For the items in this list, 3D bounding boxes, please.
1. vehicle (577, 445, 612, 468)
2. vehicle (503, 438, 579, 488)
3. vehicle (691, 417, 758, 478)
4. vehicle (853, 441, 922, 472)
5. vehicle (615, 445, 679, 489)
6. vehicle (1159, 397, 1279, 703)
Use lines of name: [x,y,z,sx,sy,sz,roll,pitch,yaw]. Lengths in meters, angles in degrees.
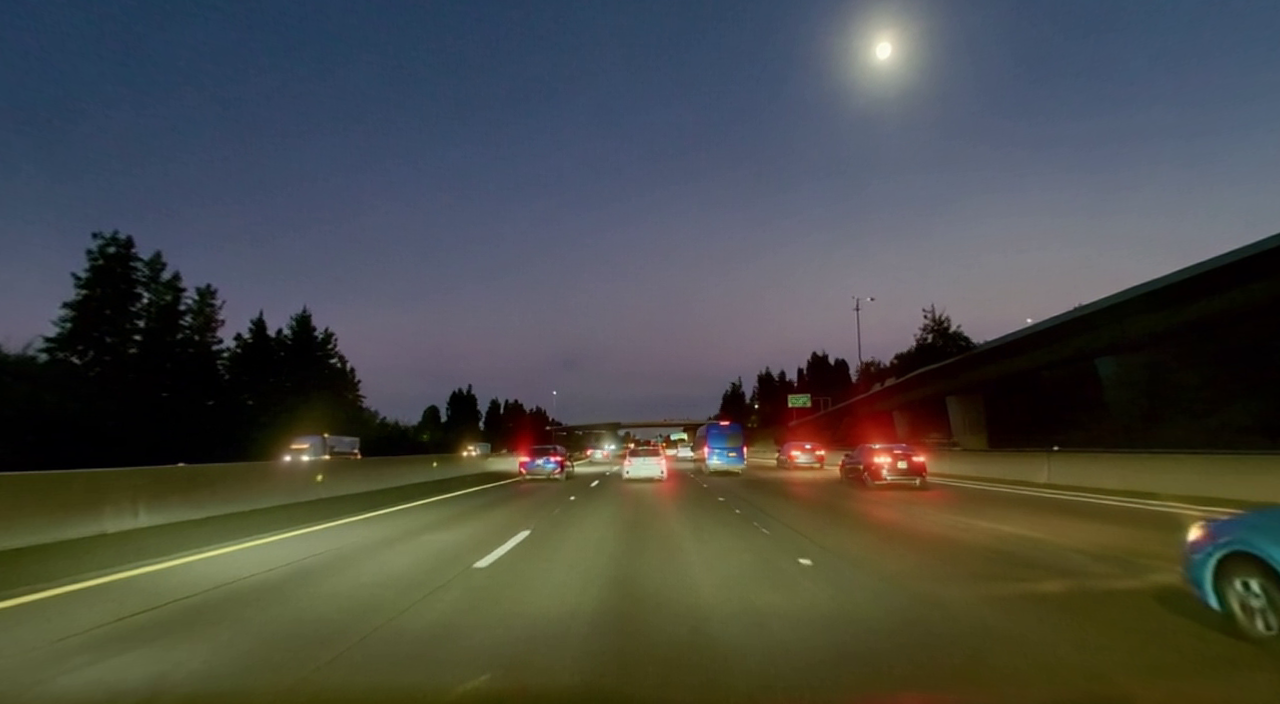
vehicle: [-3.407,7.878,47.889,2.258,1.655,4.397,0,-8,1]
vehicle: [-3.614,4.135,23.805,2.078,1.706,4.298,-1,-8,1]
vehicle: [4.124,4.835,32.057,2.436,2.745,6.607,0,-8,0]
vehicle: [15.781,6.667,40.539,2.189,1.869,5.080,0,-8,-2]
vehicle: [0.241,4.173,23.274,2.174,1.467,4.005,0,-8,0]
vehicle: [3.934,0.745,1.230,2.085,1.558,4.466,-1,-8,1]
